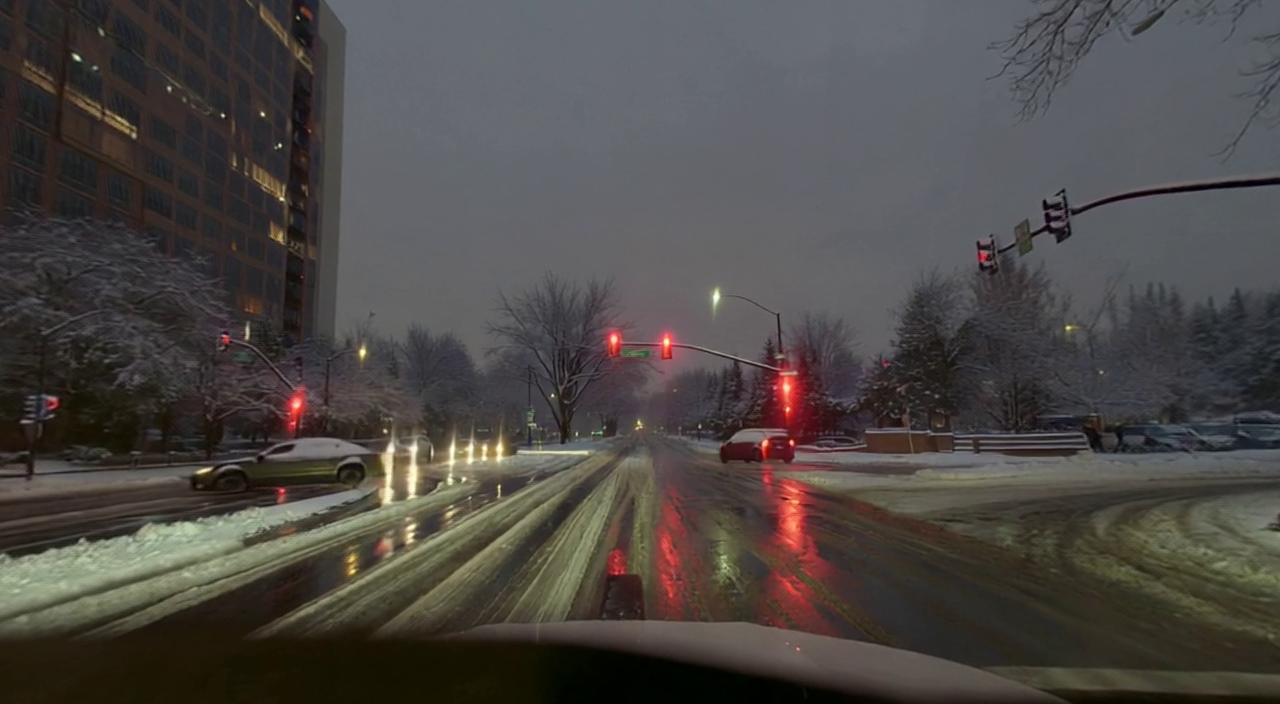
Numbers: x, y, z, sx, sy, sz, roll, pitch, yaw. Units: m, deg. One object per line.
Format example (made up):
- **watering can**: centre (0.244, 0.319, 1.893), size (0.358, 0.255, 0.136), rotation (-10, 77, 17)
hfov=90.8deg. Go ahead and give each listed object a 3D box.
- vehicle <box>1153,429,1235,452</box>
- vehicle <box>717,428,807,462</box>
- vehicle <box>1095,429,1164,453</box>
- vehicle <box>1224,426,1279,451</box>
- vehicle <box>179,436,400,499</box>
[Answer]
- **vehicle**: centre (36.562, 5.891, 41.845), size (1.726, 1.429, 4.163), rotation (-1, -8, 2)
- **vehicle**: centre (6.524, 5.024, 34.207), size (1.977, 1.698, 4.571), rotation (6, -10, -37)
- **vehicle**: centre (33.248, 6.098, 43.096), size (2.090, 1.494, 4.321), rotation (-3, -9, 15)
- **vehicle**: centre (42.252, 5.737, 41.932), size (2.037, 1.614, 5.175), rotation (0, -8, 0)
- **vehicle**: centre (-9.268, 3.054, 17.156), size (4.916, 1.504, 1.846), rotation (4, -9, -26)
